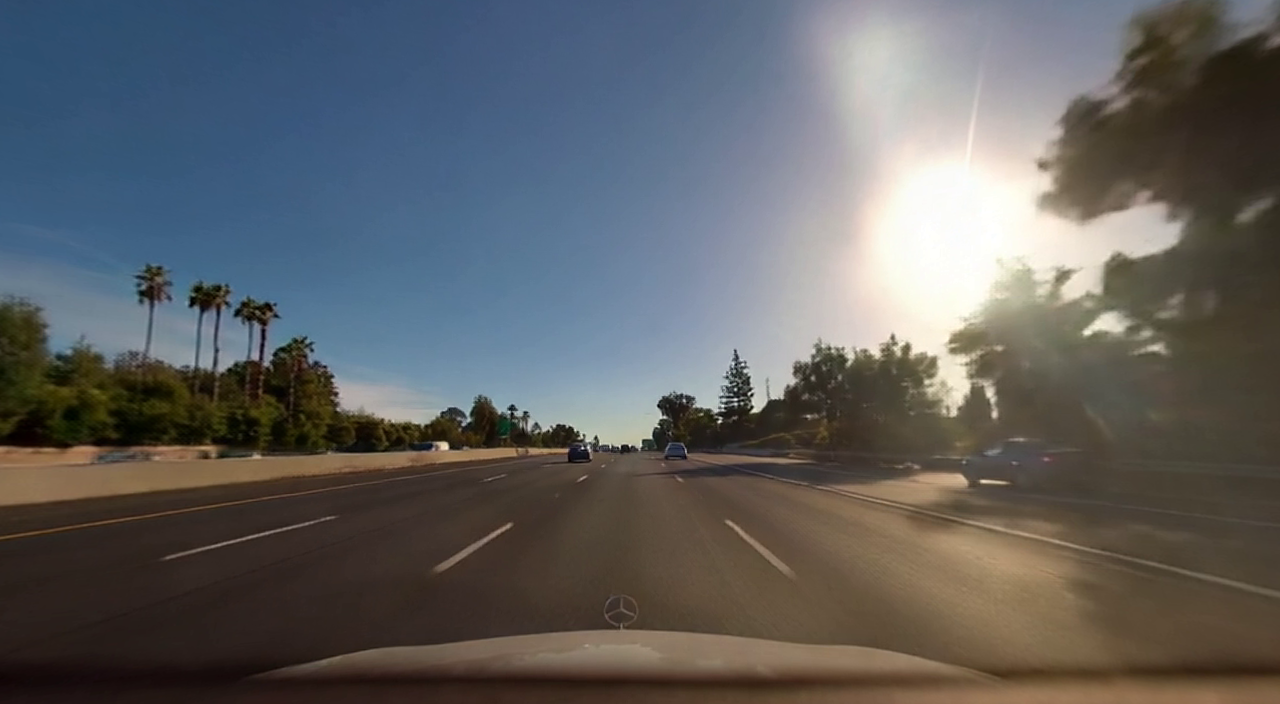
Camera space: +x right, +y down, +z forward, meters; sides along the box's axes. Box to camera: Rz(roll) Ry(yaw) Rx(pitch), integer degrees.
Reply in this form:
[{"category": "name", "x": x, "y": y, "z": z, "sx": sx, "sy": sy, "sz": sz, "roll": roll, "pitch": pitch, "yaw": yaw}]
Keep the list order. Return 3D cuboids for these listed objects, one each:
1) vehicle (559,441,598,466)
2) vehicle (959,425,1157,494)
[{"category": "vehicle", "x": -3.883, "y": 6.505, "z": 40.749, "sx": 2.052, "sy": 1.510, "sz": 4.301, "roll": 0, "pitch": -8, "yaw": 0}, {"category": "vehicle", "x": 12.169, "y": 3.164, "z": 19.019, "sx": 2.344, "sy": 1.783, "sz": 5.196, "roll": 0, "pitch": -8, "yaw": -1}]
